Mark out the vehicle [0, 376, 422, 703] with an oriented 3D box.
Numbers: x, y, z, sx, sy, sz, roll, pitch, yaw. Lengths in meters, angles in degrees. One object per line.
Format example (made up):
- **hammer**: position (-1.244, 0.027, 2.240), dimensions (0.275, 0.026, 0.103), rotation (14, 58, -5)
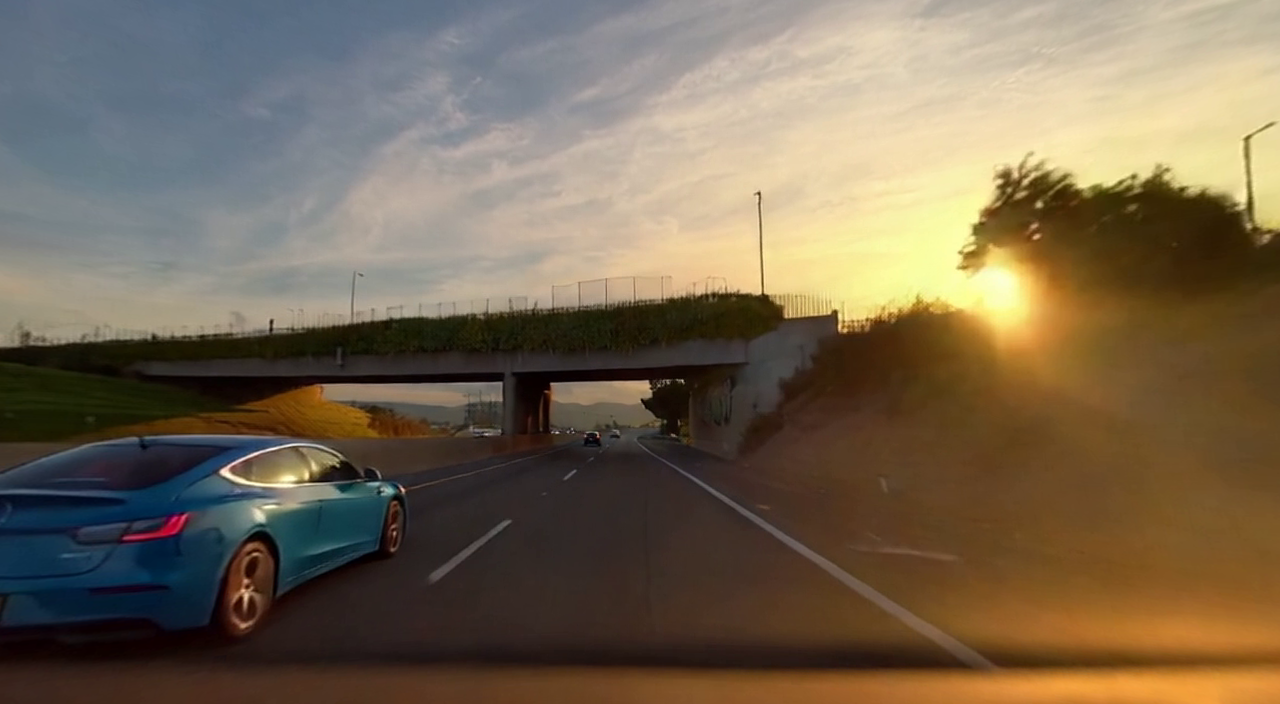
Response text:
- **vehicle**: position (-3.477, 1.164, 4.670), dimensions (2.108, 1.555, 4.574), rotation (0, -8, -1)
